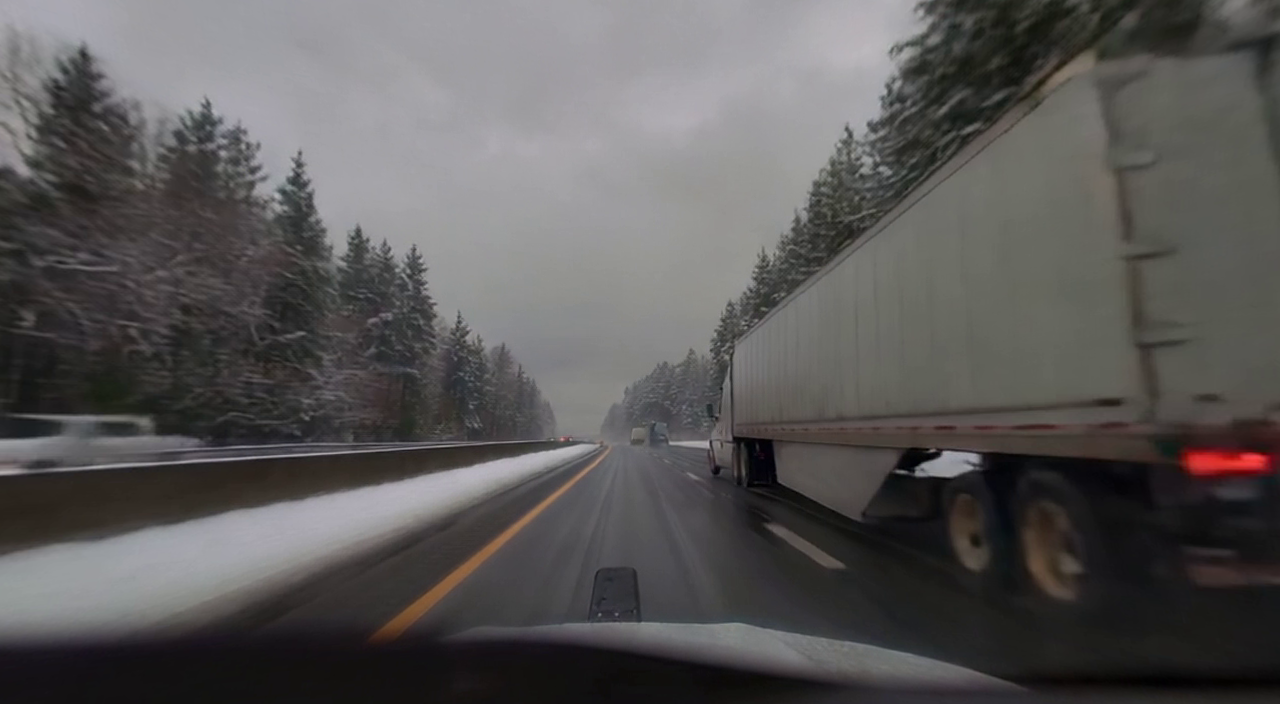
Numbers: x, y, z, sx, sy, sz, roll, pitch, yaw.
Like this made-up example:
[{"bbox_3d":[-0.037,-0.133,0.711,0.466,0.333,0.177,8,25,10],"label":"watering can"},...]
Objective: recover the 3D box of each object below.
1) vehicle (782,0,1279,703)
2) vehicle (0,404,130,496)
[{"bbox_3d":[4.215,0.431,7.622,2.861,3.991,8.583,0,-8,-1],"label":"vehicle"},{"bbox_3d":[-11.890,1.762,11.396,1.885,1.570,4.173,0,-8,-1],"label":"vehicle"}]
